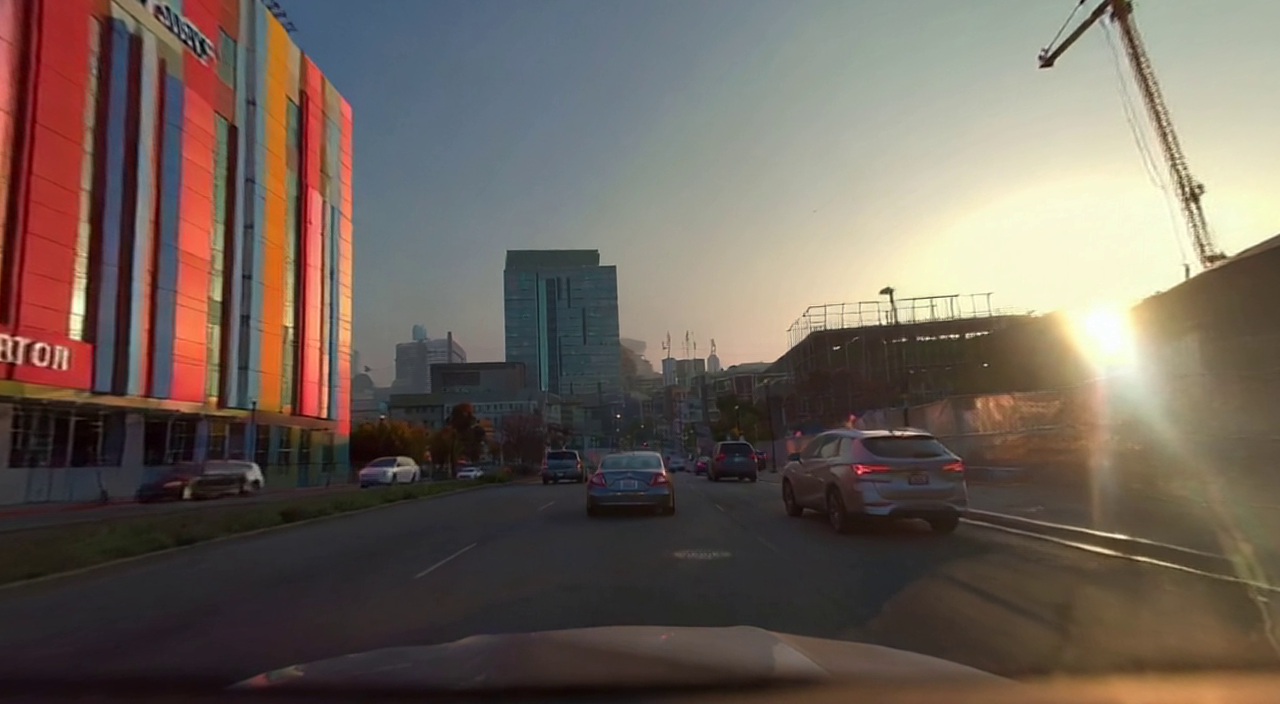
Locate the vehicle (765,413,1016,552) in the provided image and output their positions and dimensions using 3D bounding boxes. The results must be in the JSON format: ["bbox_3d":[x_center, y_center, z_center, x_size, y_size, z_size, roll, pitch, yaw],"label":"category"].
[{"bbox_3d":[3.760,2.062,10.745,2.185,1.797,4.934,0,-8,-1],"label":"vehicle"}]

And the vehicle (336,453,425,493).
[{"bbox_3d":[-12.390,5.774,30.527,2.202,1.714,4.509,-1,-8,3],"label":"vehicle"}]

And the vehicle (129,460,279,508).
[{"bbox_3d":[-16.056,4.850,23.671,2.078,1.496,4.769,0,-8,2],"label":"vehicle"}]

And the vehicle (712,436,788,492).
[{"bbox_3d":[4.088,4.240,24.335,2.124,1.896,4.914,0,-8,1],"label":"vehicle"}]

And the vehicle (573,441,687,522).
[{"bbox_3d":[-0.148,2.757,14.029,2.131,1.496,4.193,0,-8,1],"label":"vehicle"}]

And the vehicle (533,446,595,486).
[{"bbox_3d":[-3.462,5.284,29.557,2.201,1.691,4.305,0,-8,2],"label":"vehicle"}]

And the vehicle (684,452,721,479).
[{"bbox_3d":[4.091,7.509,42.035,2.115,1.636,4.104,0,-8,2],"label":"vehicle"}]
